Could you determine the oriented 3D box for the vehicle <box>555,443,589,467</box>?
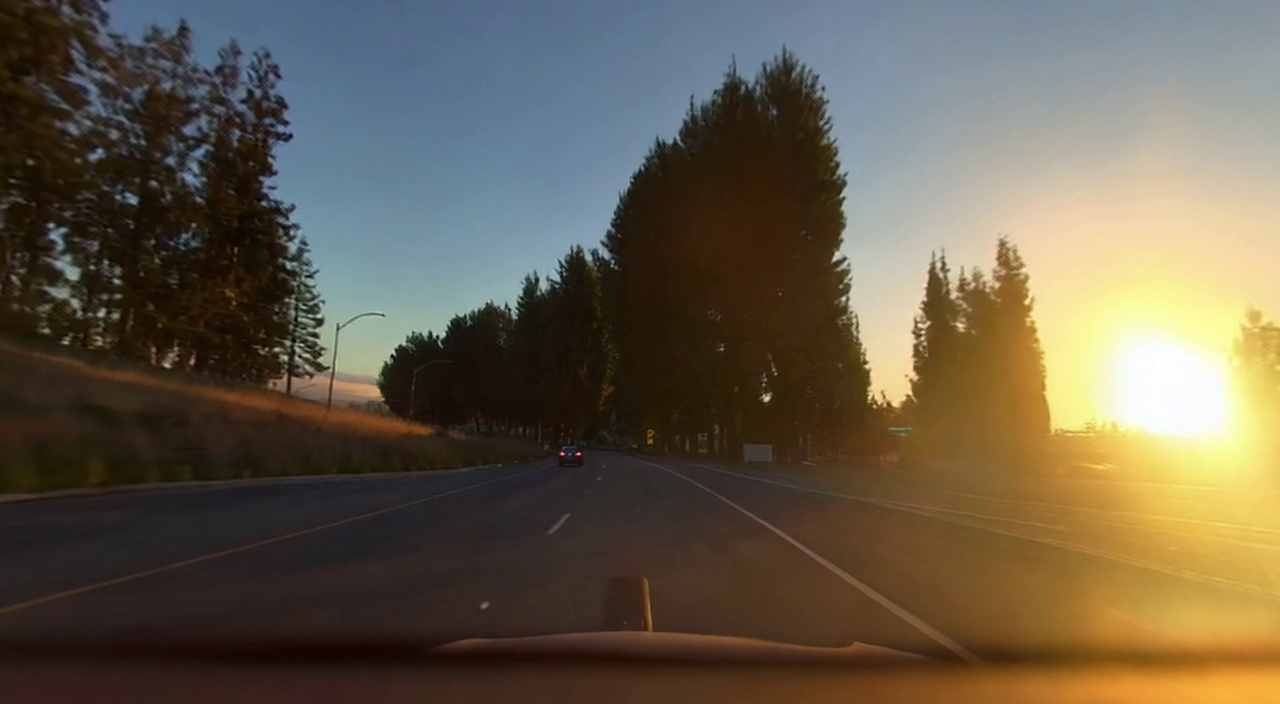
[{"bbox_3d":[-4.496,6.920,42.385,1.968,1.503,4.443,1,-9,-3],"label":"vehicle"}]
